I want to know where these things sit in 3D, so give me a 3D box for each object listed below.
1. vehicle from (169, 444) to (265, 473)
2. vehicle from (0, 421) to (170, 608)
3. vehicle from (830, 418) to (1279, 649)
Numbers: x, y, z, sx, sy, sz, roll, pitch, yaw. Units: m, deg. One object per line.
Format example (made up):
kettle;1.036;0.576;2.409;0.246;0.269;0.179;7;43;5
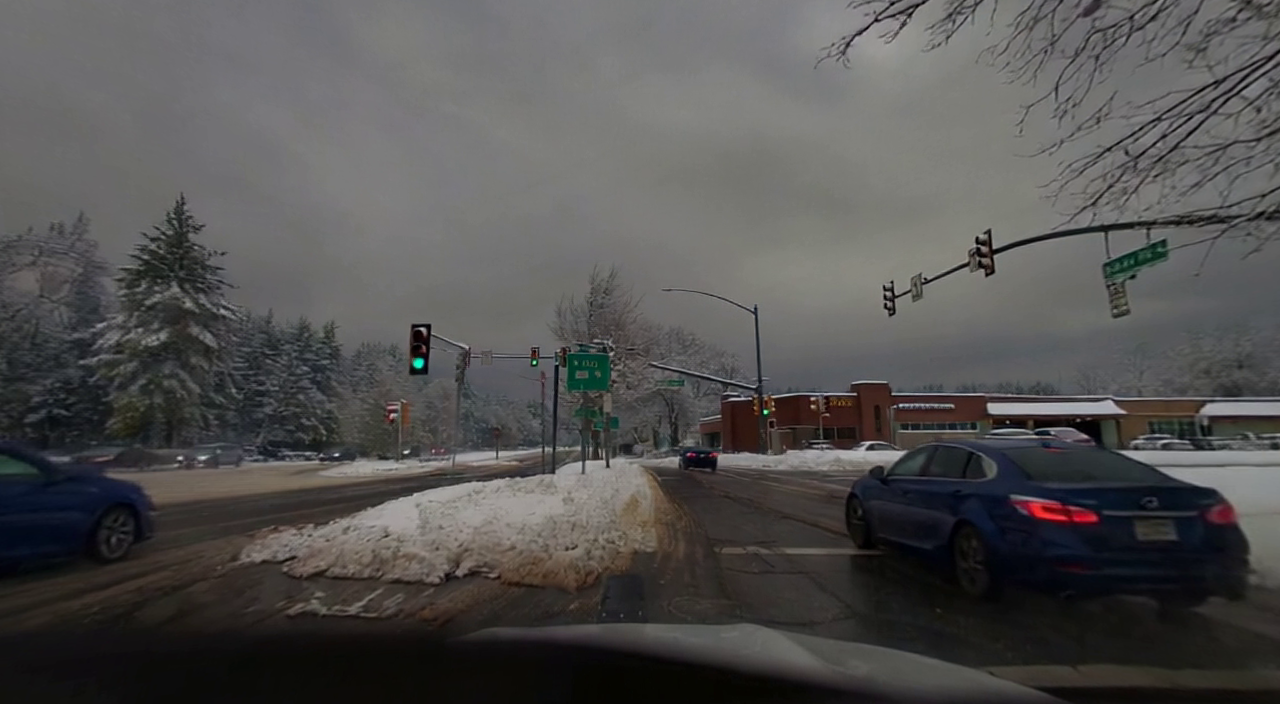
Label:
vehicle;-23.435;5.904;35.144;2.201;1.483;4.656;0;-8;-2
vehicle;-6.068;1.224;4.521;1.995;1.470;4.556;0;-8;-2
vehicle;3.821;1.523;6.512;1.940;1.487;4.562;1;-8;-5
